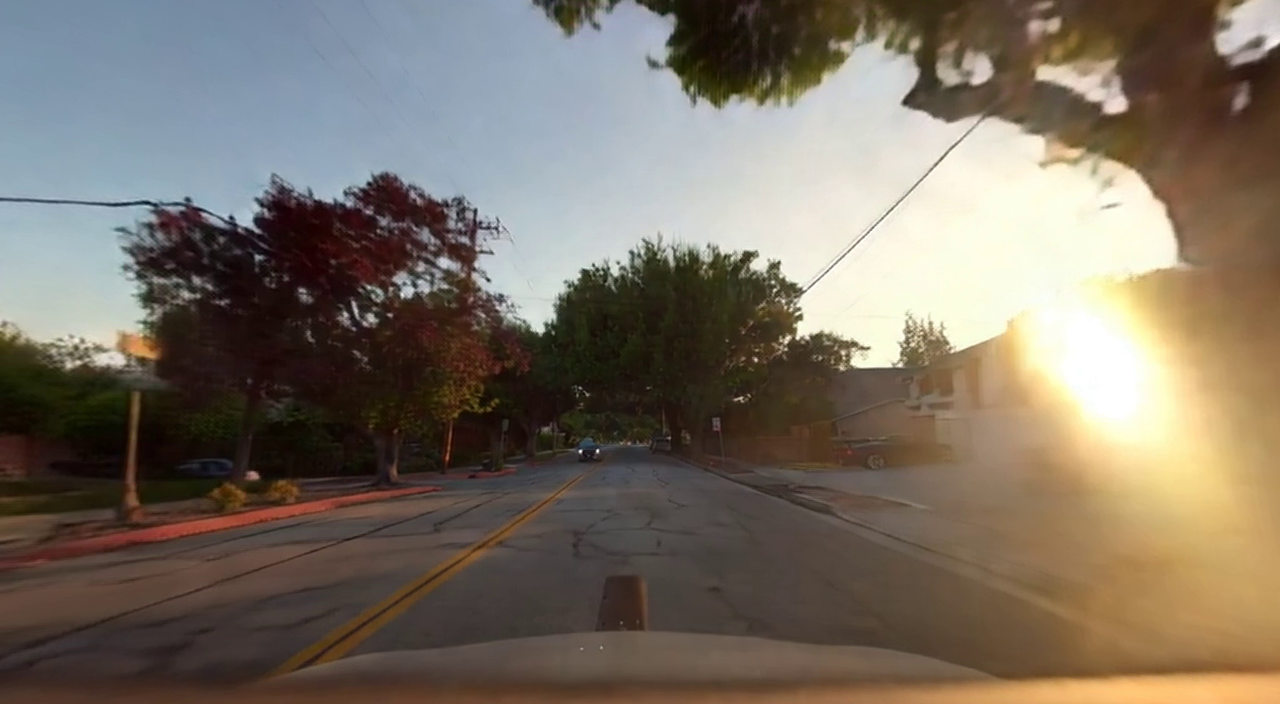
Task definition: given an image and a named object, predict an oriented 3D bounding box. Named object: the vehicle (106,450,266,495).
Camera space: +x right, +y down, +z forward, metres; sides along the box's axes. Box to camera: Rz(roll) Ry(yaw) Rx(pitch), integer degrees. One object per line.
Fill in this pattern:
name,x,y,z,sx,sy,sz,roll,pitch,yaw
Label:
vehicle,-18.627,4.941,26.117,4.874,1.675,2.197,0,-9,-1
